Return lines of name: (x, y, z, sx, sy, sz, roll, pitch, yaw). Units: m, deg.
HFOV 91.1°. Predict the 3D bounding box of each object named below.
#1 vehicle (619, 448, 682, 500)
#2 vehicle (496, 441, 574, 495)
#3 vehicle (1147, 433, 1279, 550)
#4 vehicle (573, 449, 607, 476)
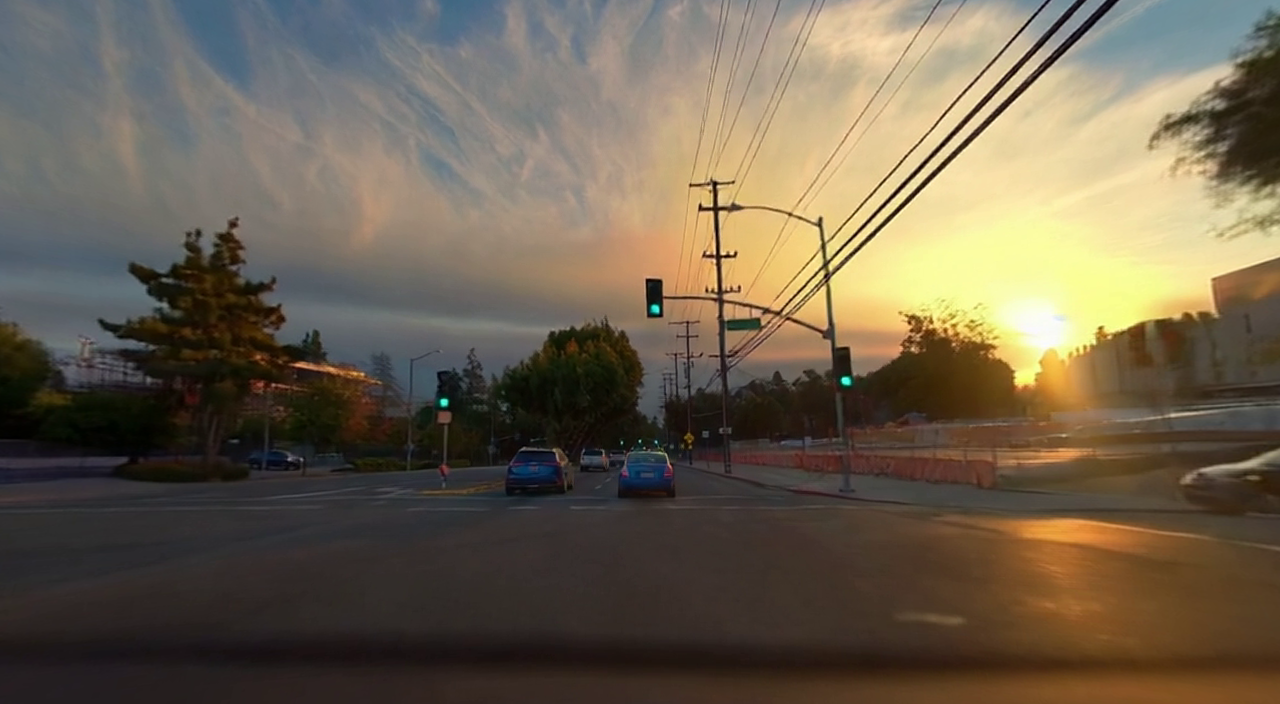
vehicle: (0.349, 4.348, 22.767, 2.059, 1.691, 3.980, 0, -9, 0)
vehicle: (-3.784, 4.257, 23.418, 2.078, 1.804, 4.387, -1, -9, 1)
vehicle: (12.045, 2.241, 10.729, 4.551, 1.759, 2.320, -3, -9, 5)
vehicle: (-3.473, 7.711, 44.113, 1.910, 1.713, 4.786, -1, -9, 1)
